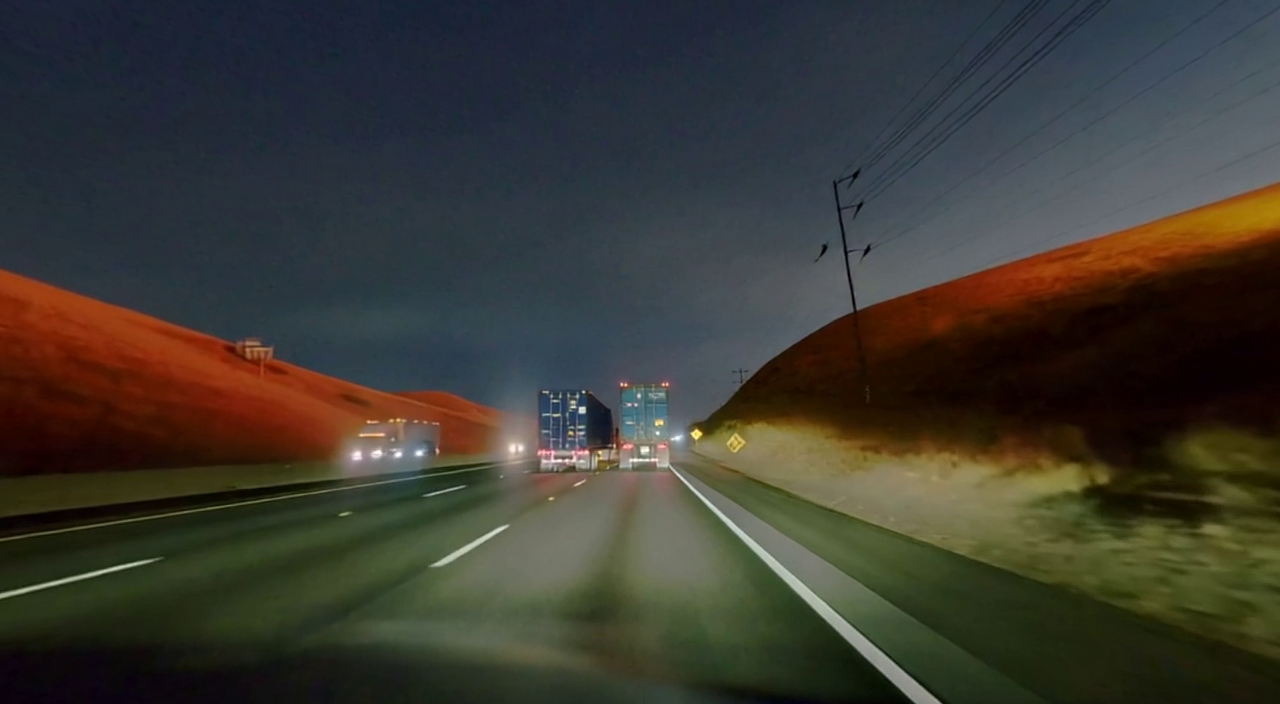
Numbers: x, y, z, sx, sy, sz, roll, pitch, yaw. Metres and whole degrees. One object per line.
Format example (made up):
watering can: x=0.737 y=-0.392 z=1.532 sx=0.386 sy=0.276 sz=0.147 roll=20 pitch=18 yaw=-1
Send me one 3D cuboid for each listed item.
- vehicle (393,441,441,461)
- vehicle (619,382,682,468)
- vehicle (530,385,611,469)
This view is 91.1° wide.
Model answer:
vehicle: x=-17.211 y=7.666 z=48.679 sx=2.010 sy=1.488 sz=4.362 roll=0 pitch=-8 yaw=1
vehicle: x=0.380 y=4.309 z=36.039 sx=3.006 sy=4.120 sz=11.586 roll=0 pitch=-8 yaw=-1
vehicle: x=-3.698 y=4.628 z=37.614 sx=3.065 sy=4.105 sz=13.706 roll=0 pitch=-8 yaw=1
